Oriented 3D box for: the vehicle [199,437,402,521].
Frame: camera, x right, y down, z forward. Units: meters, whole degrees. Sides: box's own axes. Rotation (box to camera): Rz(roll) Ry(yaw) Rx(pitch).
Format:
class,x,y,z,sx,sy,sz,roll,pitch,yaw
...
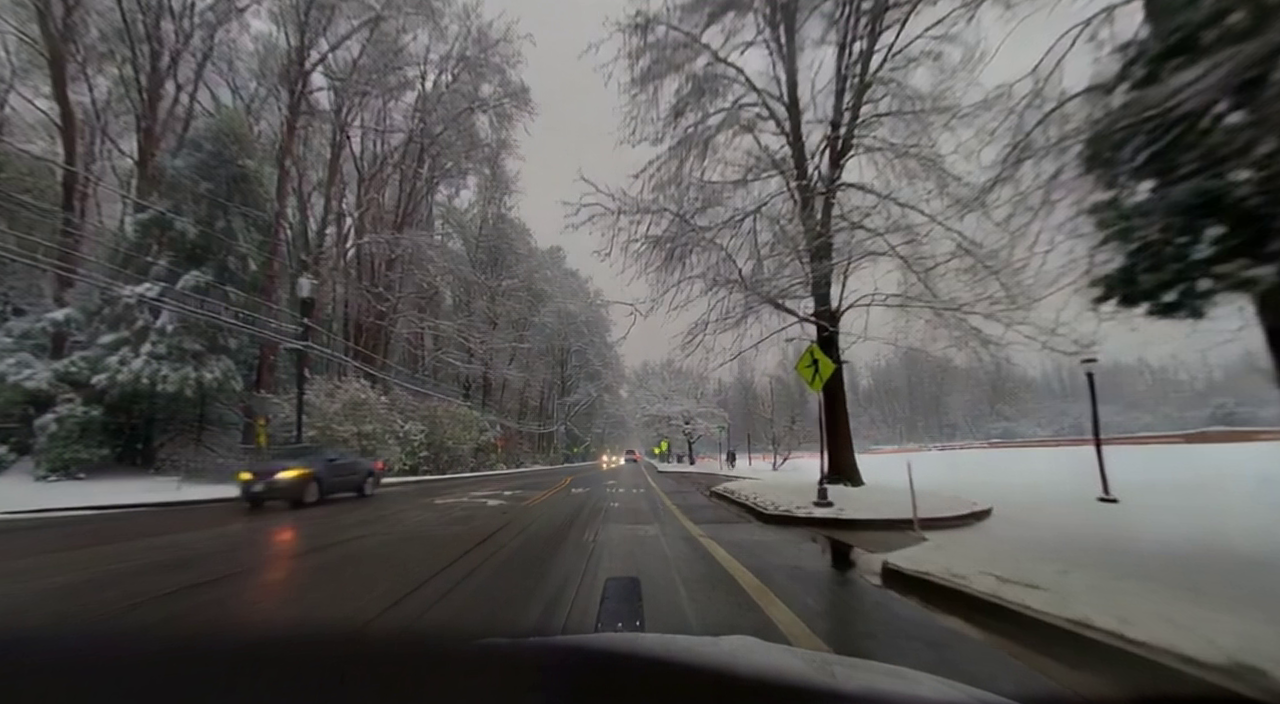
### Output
class,x,y,z,sx,sy,sz,roll,pitch,yaw
vehicle,-7.874,2.971,15.372,2.036,1.686,4.780,-1,-9,4
